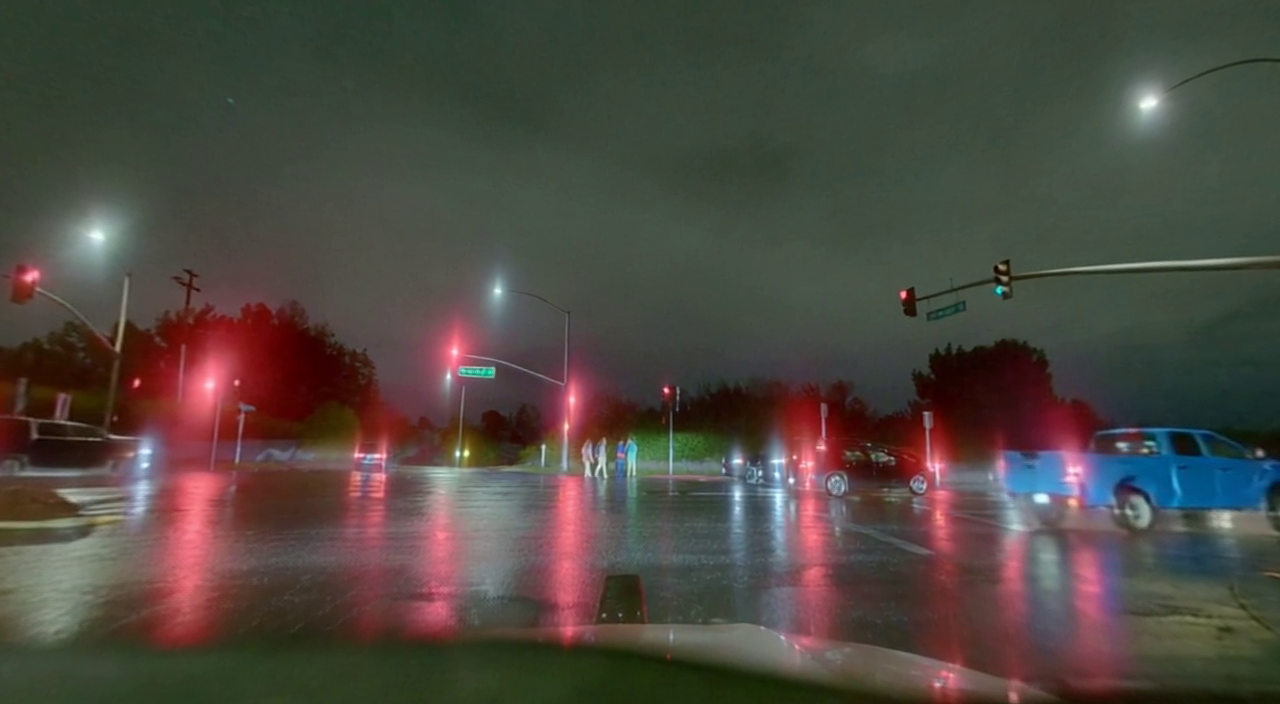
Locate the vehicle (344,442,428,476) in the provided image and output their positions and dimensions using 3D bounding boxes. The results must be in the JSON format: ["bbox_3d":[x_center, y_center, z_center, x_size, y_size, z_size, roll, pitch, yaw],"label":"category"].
[{"bbox_3d":[-12.743,5.386,31.951,1.964,1.525,4.750,0,-9,5],"label":"vehicle"}]

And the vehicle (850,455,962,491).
[{"bbox_3d":[12.590,5.745,29.986,4.537,1.608,1.827,1,-9,-5],"label":"vehicle"}]

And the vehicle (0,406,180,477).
[{"bbox_3d":[-18.327,2.845,19.877,2.243,2.011,5.631,-7,-11,41],"label":"vehicle"}]

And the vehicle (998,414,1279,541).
[{"bbox_3d":[11.745,2.742,14.339,5.978,2.400,2.851,3,-9,-19],"label":"vehicle"}]

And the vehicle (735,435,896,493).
[{"bbox_3d":[6.684,4.288,24.308,5.535,1.896,2.170,3,-9,-6],"label":"vehicle"}]
